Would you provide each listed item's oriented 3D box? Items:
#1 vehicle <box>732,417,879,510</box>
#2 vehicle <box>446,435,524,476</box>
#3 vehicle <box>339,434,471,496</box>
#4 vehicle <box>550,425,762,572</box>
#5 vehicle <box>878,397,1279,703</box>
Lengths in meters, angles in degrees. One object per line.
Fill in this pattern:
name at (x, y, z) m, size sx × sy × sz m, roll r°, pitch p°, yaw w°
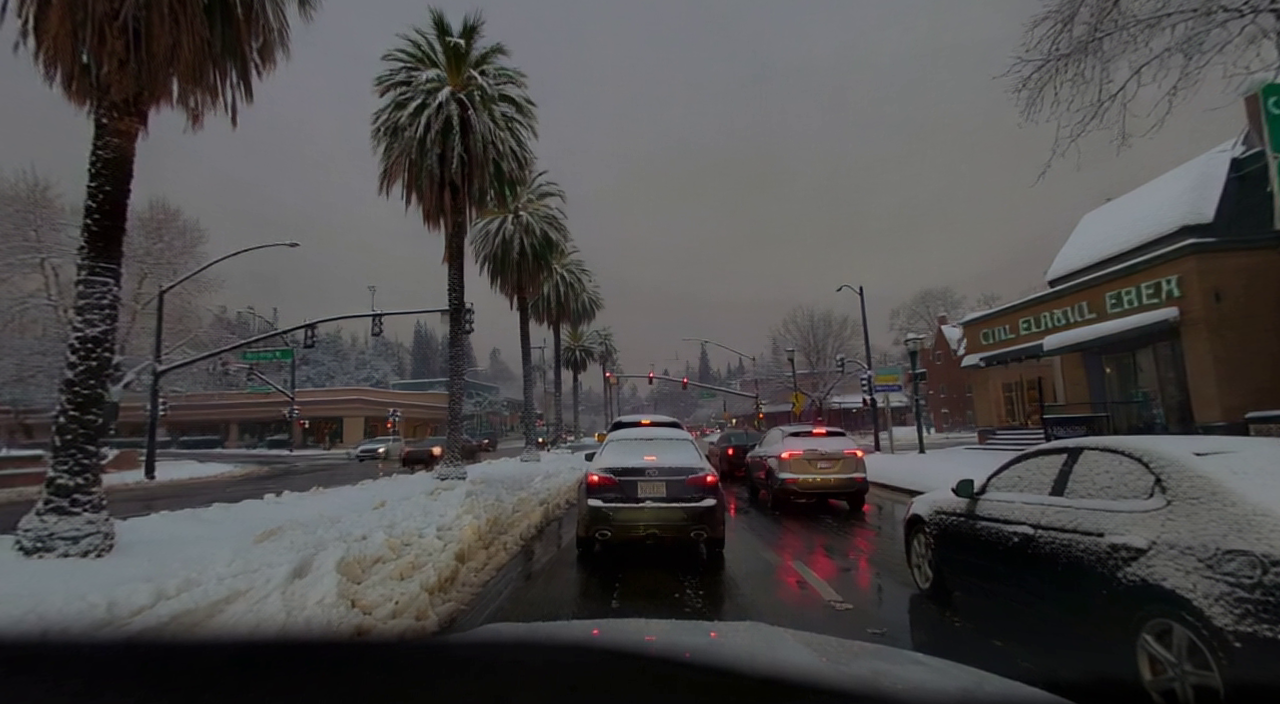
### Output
vehicle at (3.491, 2.461, 14.303) m, size 2.169 × 1.751 × 4.276 m, roll 0°, pitch -8°, yaw 0°
vehicle at (-6.060, 4.096, 25.217) m, size 1.822 × 1.456 × 4.396 m, roll -1°, pitch -8°, yaw 2°
vehicle at (-6.265, 3.048, 17.380) m, size 1.900 × 1.487 × 4.165 m, roll 0°, pitch -8°, yaw 2°
vehicle at (0.171, 1.784, 8.461) m, size 2.140 × 1.474 × 4.026 m, roll 0°, pitch -8°, yaw 0°
vehicle at (3.538, 1.217, 4.476) m, size 1.910 × 1.490 × 4.661 m, roll 0°, pitch -8°, yaw 0°
